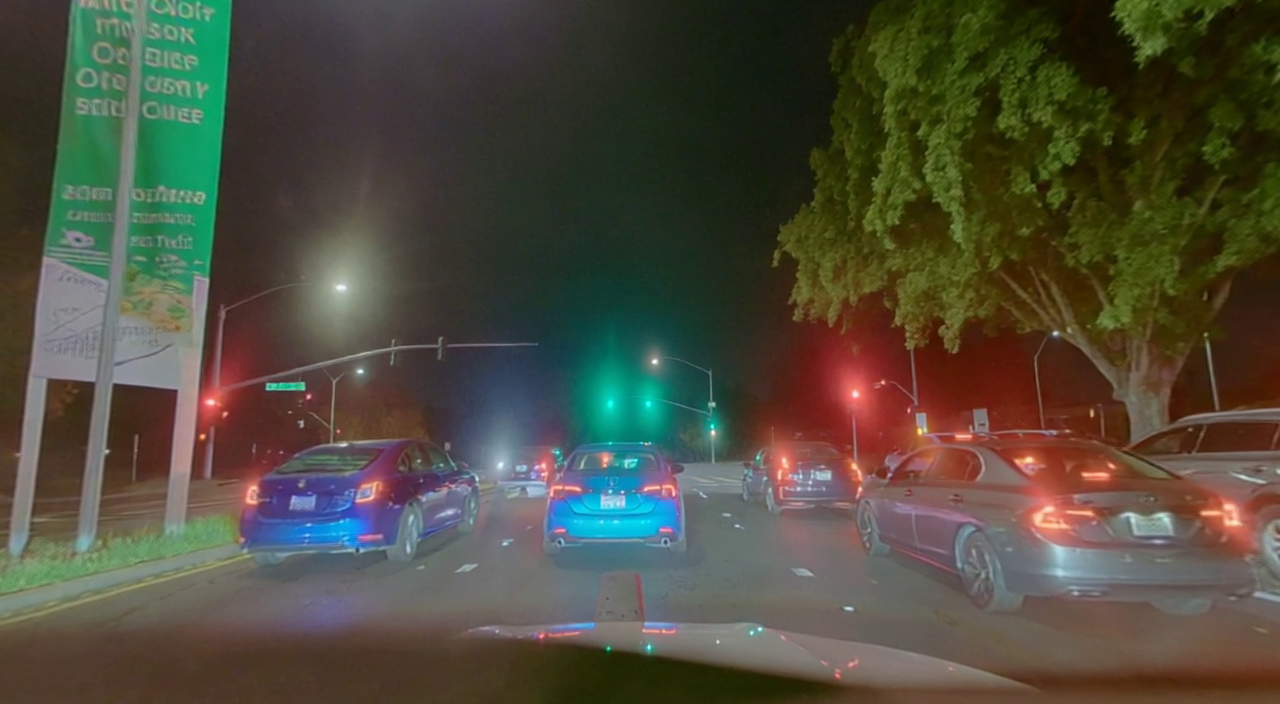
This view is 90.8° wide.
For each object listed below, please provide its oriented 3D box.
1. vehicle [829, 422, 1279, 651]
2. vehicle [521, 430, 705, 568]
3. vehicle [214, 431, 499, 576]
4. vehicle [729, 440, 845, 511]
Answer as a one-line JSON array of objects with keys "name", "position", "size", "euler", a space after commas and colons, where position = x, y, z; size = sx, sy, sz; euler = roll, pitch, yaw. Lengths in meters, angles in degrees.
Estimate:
[{"name": "vehicle", "position": [3.600, 1.540, 6.407], "size": [1.953, 1.471, 4.470], "euler": [0, -9, 0]}, {"name": "vehicle", "position": [-0.312, 1.881, 8.767], "size": [1.994, 1.479, 3.647], "euler": [0, -9, -1]}, {"name": "vehicle", "position": [-3.367, 1.864, 8.576], "size": [1.929, 1.457, 4.136], "euler": [0, -9, 0]}, {"name": "vehicle", "position": [3.410, 2.917, 15.415], "size": [1.852, 1.498, 3.825], "euler": [0, -9, -1]}]
